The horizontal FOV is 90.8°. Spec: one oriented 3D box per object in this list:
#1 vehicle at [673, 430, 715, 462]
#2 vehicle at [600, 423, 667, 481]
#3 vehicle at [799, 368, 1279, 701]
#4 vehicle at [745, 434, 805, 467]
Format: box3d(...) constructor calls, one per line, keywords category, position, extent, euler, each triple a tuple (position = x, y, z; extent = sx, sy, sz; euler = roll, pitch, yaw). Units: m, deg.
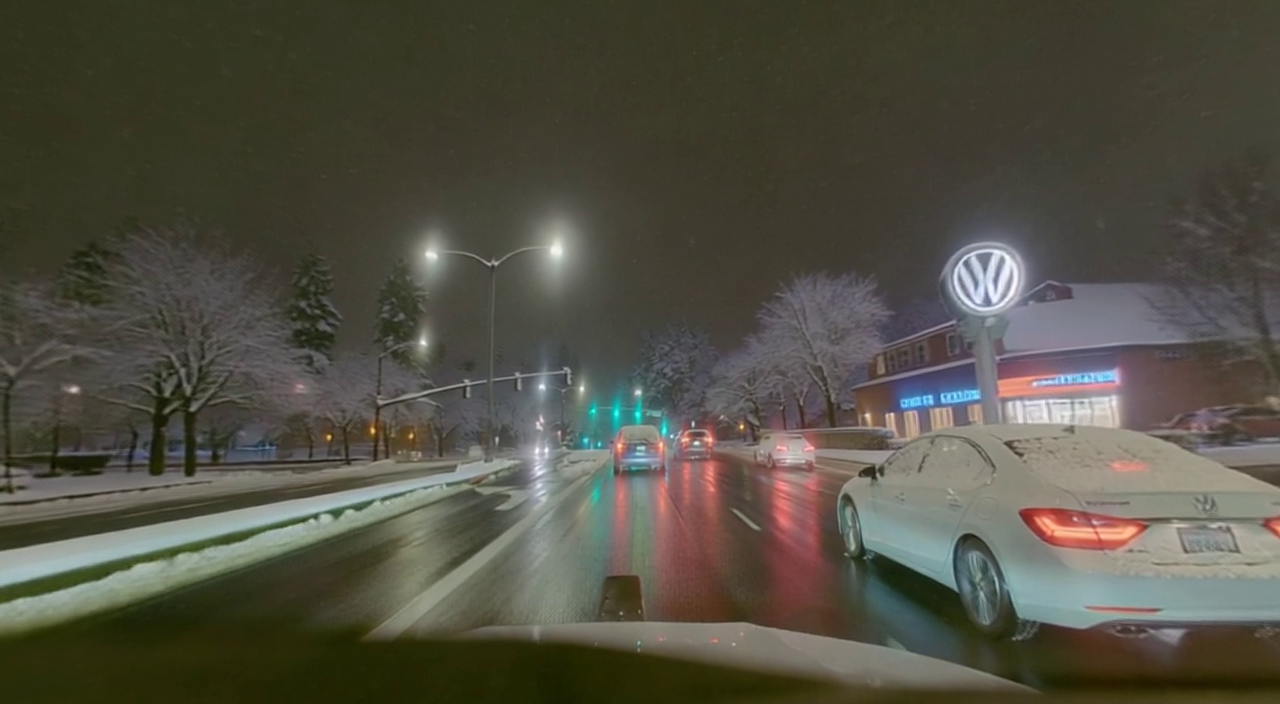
box3d(category="vehicle", position=(3.108, 5.551, 37.292), extent=(2.000, 1.745, 4.206), euler=(0, -8, -2))
box3d(category="vehicle", position=(-0.252, 3.462, 22.077), extent=(2.106, 1.798, 4.168), euler=(0, -8, -1))
box3d(category="vehicle", position=(3.095, 1.234, 5.492), extent=(2.153, 1.658, 4.485), euler=(0, -8, -1))
box3d(category="vehicle", position=(6.364, 4.696, 30.236), extent=(1.883, 1.452, 4.258), euler=(0, -8, -1))
